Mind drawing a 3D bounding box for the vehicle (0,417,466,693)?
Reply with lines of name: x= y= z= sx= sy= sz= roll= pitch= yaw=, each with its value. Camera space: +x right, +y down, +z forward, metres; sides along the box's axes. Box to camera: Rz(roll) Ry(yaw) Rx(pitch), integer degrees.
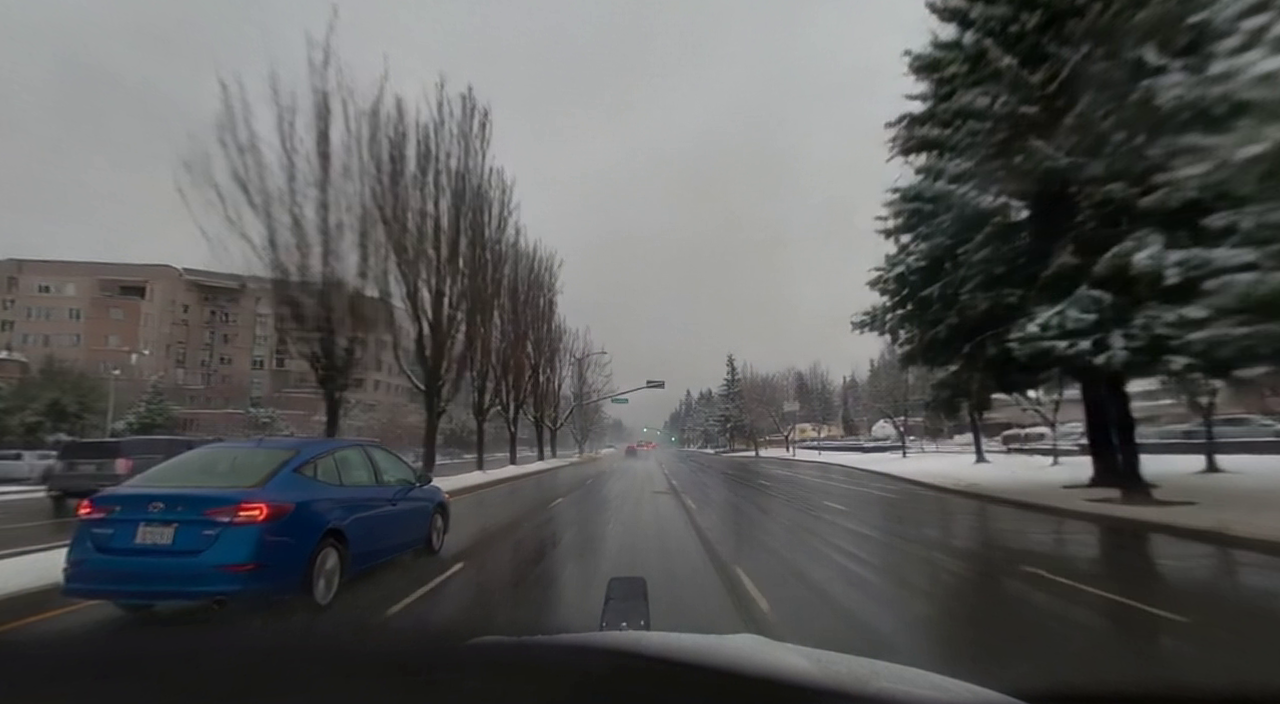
vehicle: x=-3.369 y=1.553 z=6.033 sx=2.009 sy=1.489 sz=4.543 roll=-5 pitch=-8 yaw=0
